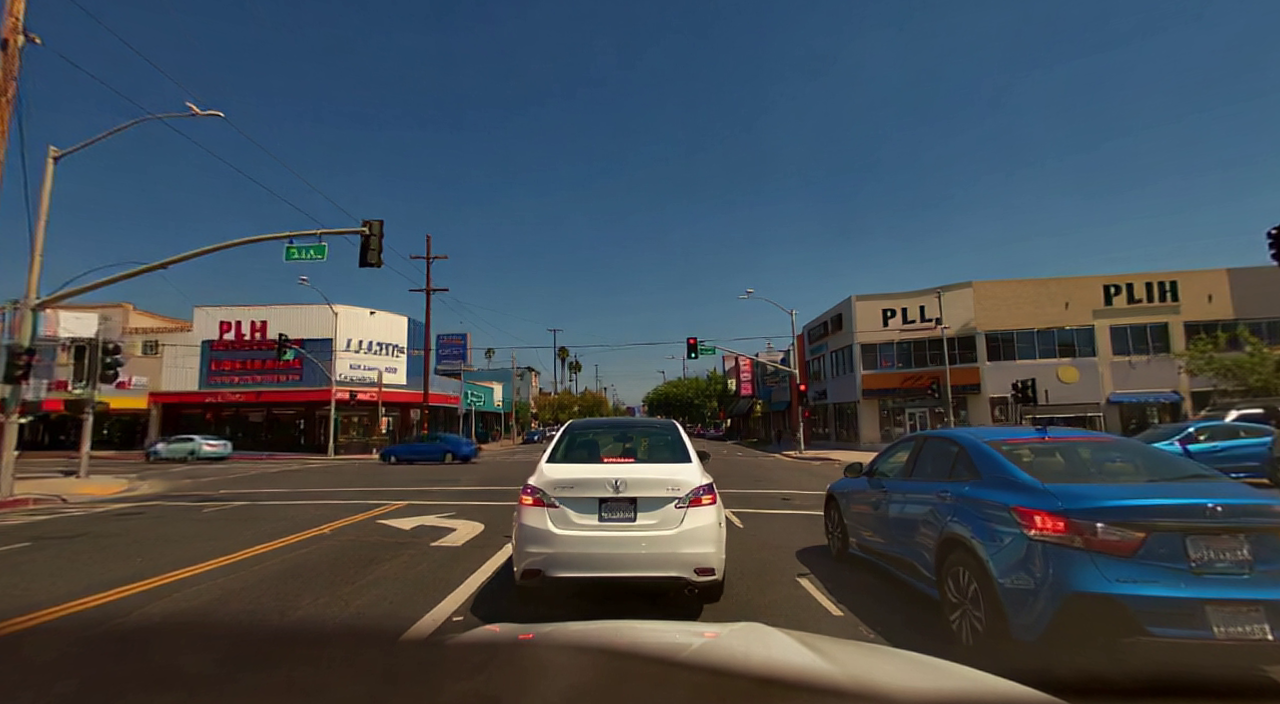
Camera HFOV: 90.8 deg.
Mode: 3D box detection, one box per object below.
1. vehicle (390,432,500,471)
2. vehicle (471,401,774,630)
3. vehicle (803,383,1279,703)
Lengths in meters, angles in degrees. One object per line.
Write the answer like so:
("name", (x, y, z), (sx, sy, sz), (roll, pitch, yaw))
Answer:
("vehicle", (-9.732, 4.951, 31.579), (5.003, 1.799, 2.066), (-3, -9, 20))
("vehicle", (-0.147, 1.495, 6.867), (2.123, 1.589, 4.702), (0, -8, -1))
("vehicle", (3.035, 1.307, 5.445), (1.983, 1.654, 4.354), (0, -8, -2))
